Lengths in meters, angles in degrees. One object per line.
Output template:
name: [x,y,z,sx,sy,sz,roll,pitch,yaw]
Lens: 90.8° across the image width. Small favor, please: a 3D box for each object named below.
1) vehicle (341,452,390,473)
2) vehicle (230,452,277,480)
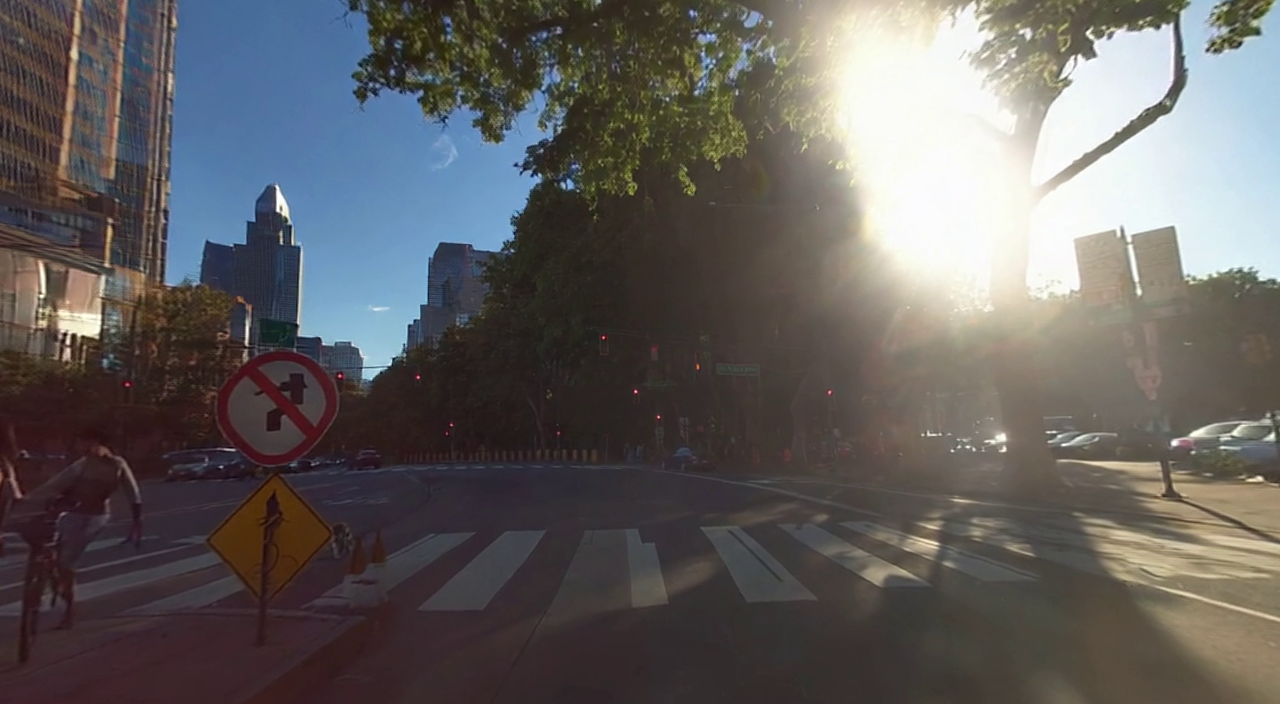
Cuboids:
vehicle: [-21.577,8.638,49.555,2.123,1.544,4.158,8,-11,-43]
vehicle: [-28.206,8.225,46.050,2.199,1.838,4.222,6,-10,-40]
